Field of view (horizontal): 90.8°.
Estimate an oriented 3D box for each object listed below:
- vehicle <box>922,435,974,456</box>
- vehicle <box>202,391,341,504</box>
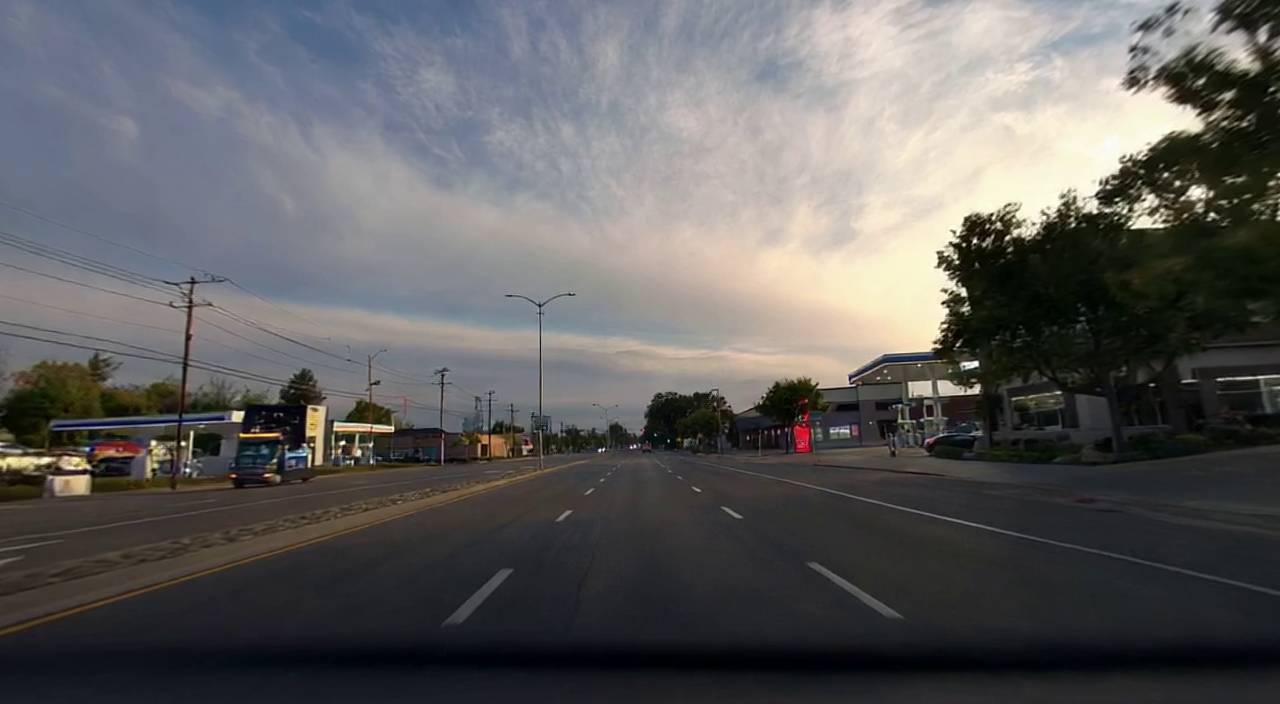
[{"bbox_3d":[23.236,7.102,47.860,1.747,1.371,4.368,-3,-10,0],"label":"vehicle"},{"bbox_3d":[-12.310,3.218,21.405,2.509,3.502,3.191,-1,-8,2],"label":"vehicle"}]
